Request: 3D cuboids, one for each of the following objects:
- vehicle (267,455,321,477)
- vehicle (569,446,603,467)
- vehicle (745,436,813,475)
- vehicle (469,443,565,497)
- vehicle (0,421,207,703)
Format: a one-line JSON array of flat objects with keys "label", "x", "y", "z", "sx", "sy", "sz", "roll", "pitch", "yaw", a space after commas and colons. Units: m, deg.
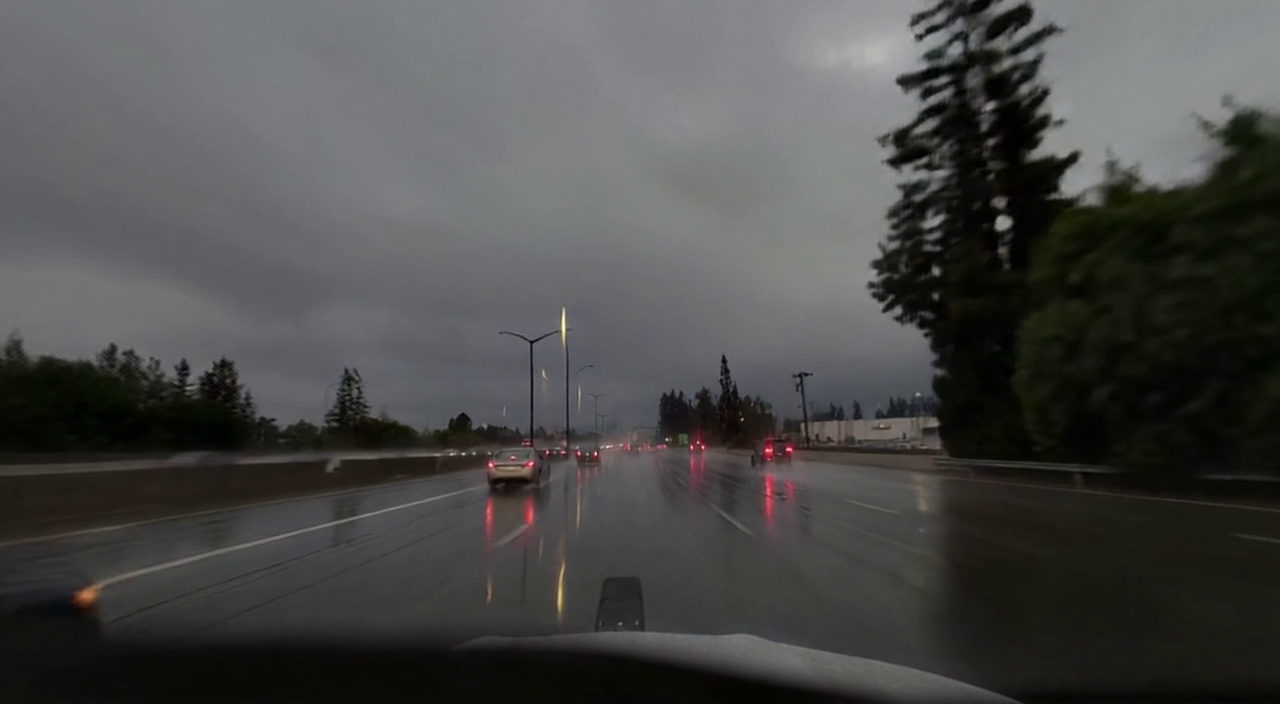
[{"label": "vehicle", "x": -24.586, "y": 8.105, "z": 45.049, "sx": 1.759, "sy": 1.490, "sz": 3.716, "roll": 0, "pitch": -9, "yaw": -1}, {"label": "vehicle", "x": -3.891, "y": 7.603, "z": 46.203, "sx": 2.078, "sy": 1.464, "sz": 4.093, "roll": 0, "pitch": -9, "yaw": 0}, {"label": "vehicle", "x": 6.807, "y": 5.125, "z": 31.489, "sx": 2.147, "sy": 1.769, "sz": 4.666, "roll": 0, "pitch": -9, "yaw": -2}, {"label": "vehicle", "x": -3.673, "y": 3.623, "z": 19.771, "sx": 2.047, "sy": 1.469, "sz": 4.614, "roll": 0, "pitch": -9, "yaw": 1}, {"label": "vehicle", "x": -3.533, "y": 0.844, "z": 1.486, "sx": 1.959, "sy": 1.433, "sz": 4.291, "roll": 0, "pitch": -9, "yaw": 0}]
